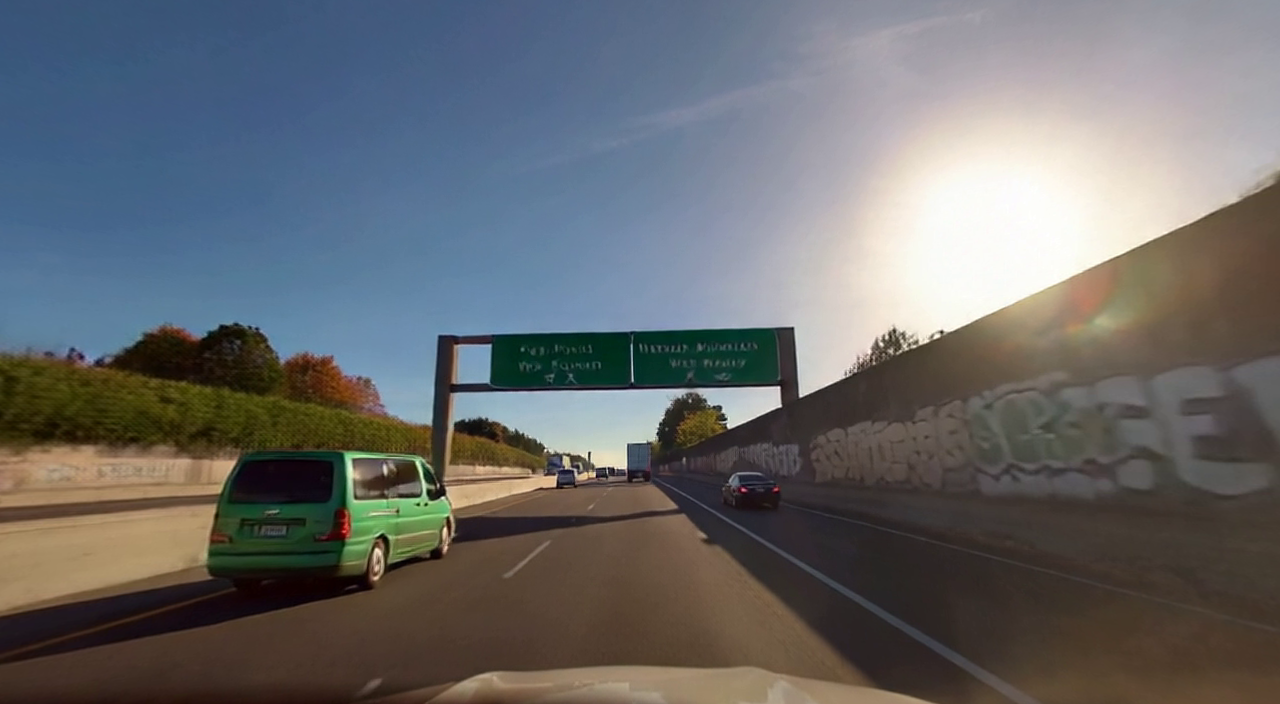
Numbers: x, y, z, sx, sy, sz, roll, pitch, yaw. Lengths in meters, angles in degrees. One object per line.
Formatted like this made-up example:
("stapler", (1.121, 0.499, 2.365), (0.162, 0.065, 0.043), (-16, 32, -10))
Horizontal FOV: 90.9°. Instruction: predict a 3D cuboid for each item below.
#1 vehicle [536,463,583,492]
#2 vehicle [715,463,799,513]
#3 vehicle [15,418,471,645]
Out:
("vehicle", (-4.330, 6.828, 34.480), (2.054, 1.443, 4.131), (1, -10, -1))
("vehicle", (3.768, 4.469, 21.063), (1.917, 1.458, 4.199), (1, -10, -2))
("vehicle", (-3.484, 1.708, 6.883), (2.004, 1.610, 4.508), (1, -10, 0))
